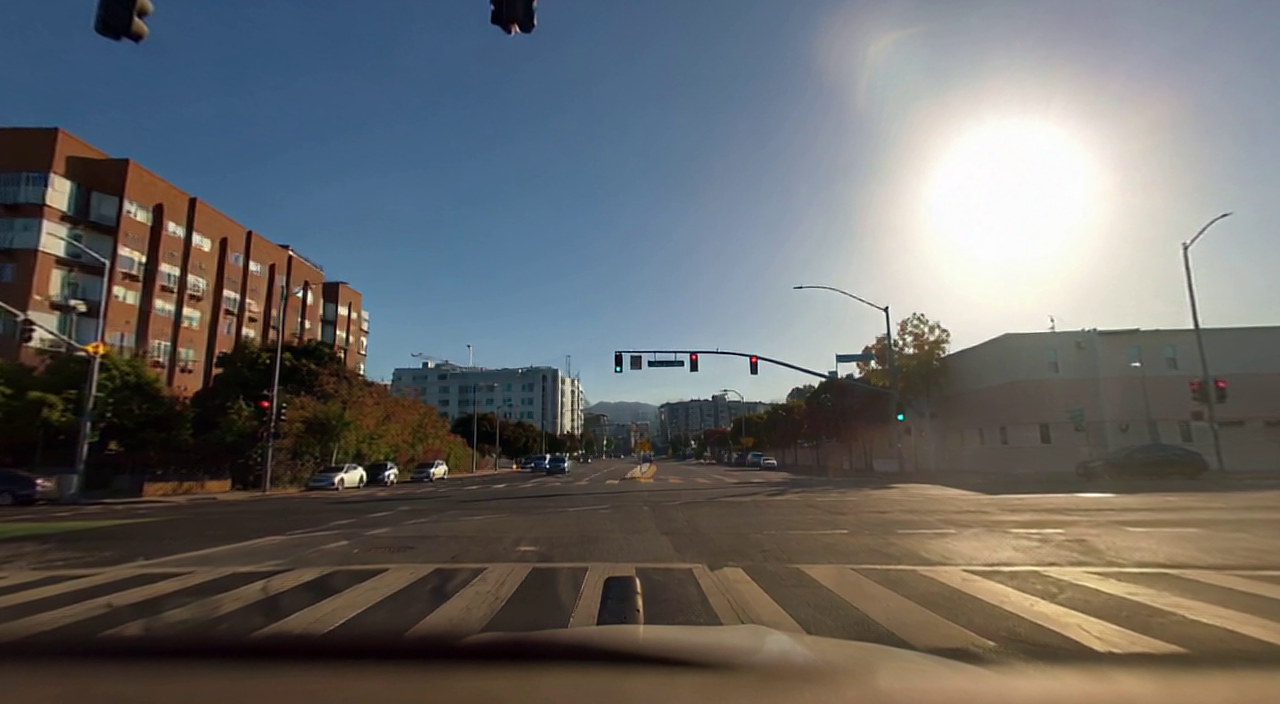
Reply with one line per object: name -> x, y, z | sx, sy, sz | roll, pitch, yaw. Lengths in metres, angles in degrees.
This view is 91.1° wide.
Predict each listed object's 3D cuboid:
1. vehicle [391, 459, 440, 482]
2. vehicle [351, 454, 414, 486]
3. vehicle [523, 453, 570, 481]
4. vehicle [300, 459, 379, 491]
vehicle -> -16.182, 8.510, 45.437 | 1.804, 1.486, 4.625 | 0, -9, 1
vehicle -> -16.220, 7.412, 39.843 | 1.960, 1.819, 5.018 | 0, -9, -2
vehicle -> -5.483, 6.805, 37.391 | 2.154, 1.501, 4.416 | 0, -9, 0
vehicle -> -16.102, 6.606, 33.961 | 2.055, 1.506, 4.663 | 0, -9, -1
